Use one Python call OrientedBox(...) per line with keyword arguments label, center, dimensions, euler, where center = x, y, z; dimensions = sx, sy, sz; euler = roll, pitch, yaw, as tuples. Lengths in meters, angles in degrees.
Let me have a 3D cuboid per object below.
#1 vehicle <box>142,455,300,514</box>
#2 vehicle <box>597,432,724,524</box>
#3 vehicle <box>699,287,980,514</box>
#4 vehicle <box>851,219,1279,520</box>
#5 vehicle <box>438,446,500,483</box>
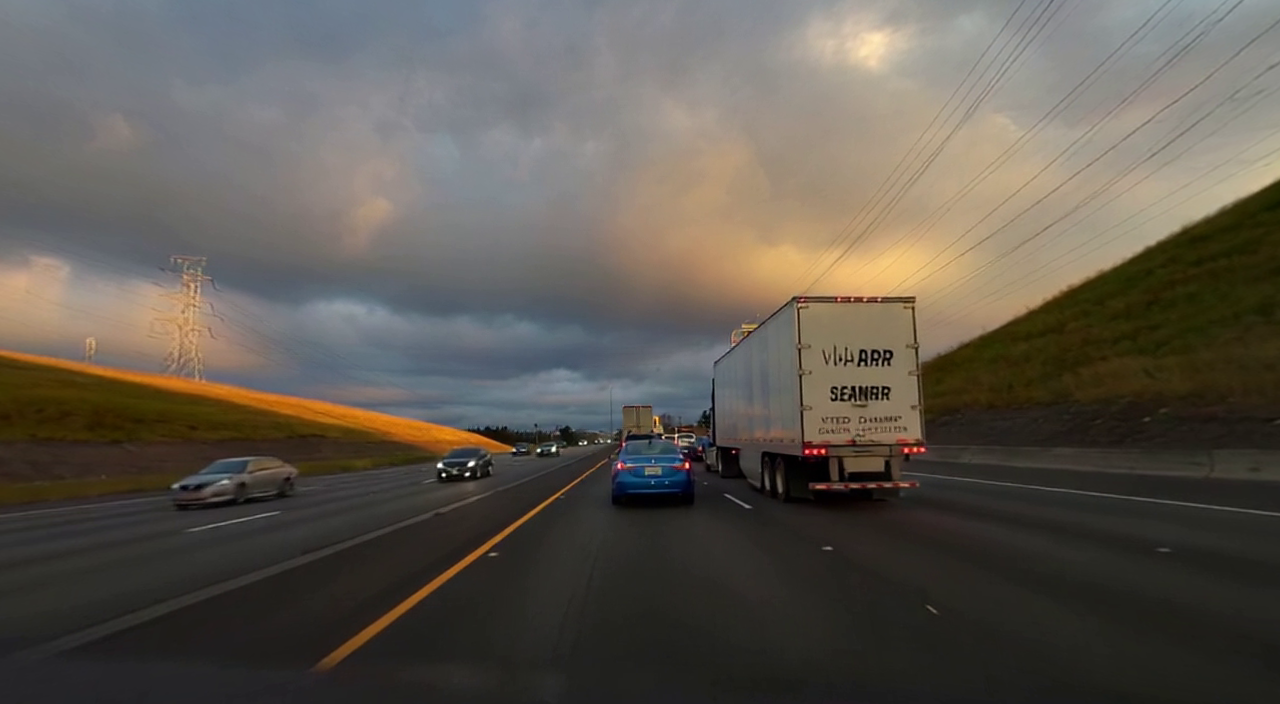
OrientedBox(label="vehicle", center=(-12.377, 3.908, 19.001), dimensions=(1.918, 1.457, 4.106), euler=(-1, -8, 1))
OrientedBox(label="vehicle", center=(0.293, 2.291, 12.037), dimensions=(2.045, 1.446, 3.597), euler=(0, -8, -1))
OrientedBox(label="vehicle", center=(4.220, 1.813, 18.435), dimensions=(3.138, 4.065, 14.276), euler=(0, -8, -2))
OrientedBox(label="vehicle", center=(8.679, 1.038, 14.777), dimensions=(2.845, 4.146, 12.401), euler=(0, -8, -1))
OrientedBox(label="vehicle", center=(-8.049, 5.303, 29.988), dimensions=(1.926, 1.606, 3.853), euler=(-1, -8, -1))
